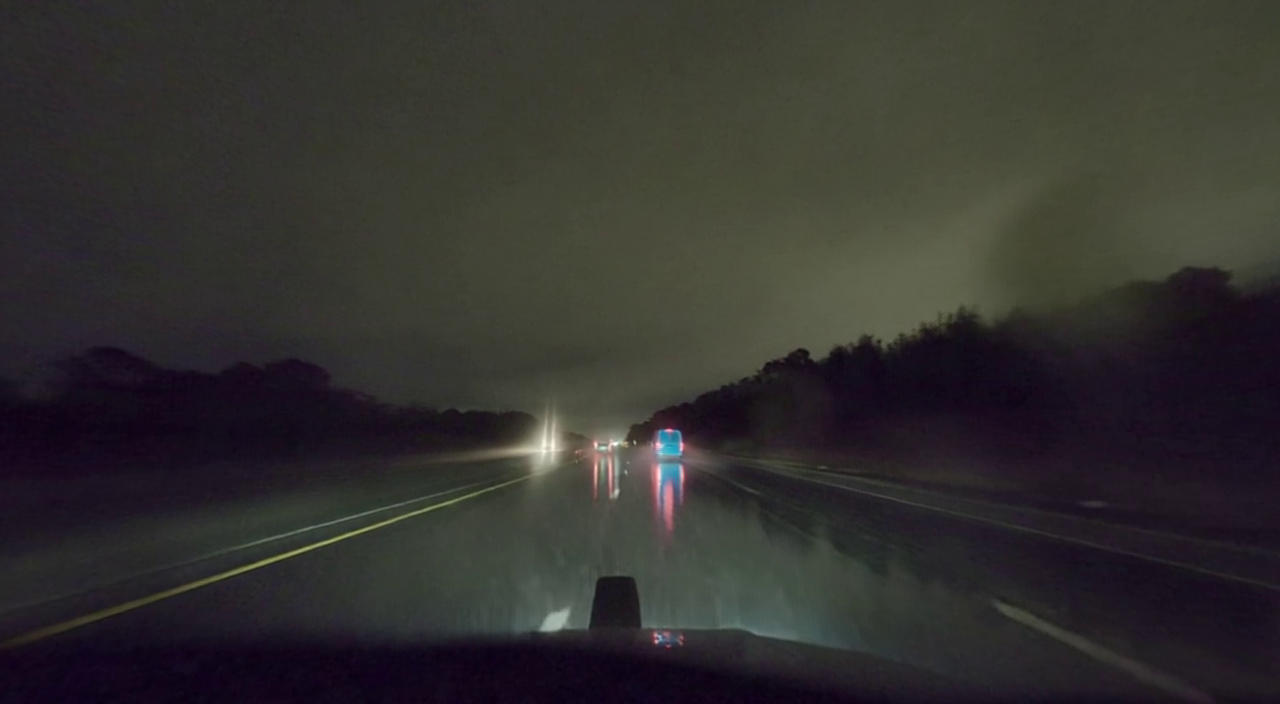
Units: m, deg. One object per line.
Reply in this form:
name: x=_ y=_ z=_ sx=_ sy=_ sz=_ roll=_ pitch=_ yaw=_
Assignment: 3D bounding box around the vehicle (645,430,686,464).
vehicle: x=1.592 y=6.119 z=40.753 sx=2.269 sy=2.048 sz=4.679 roll=0 pitch=-8 yaw=-2
